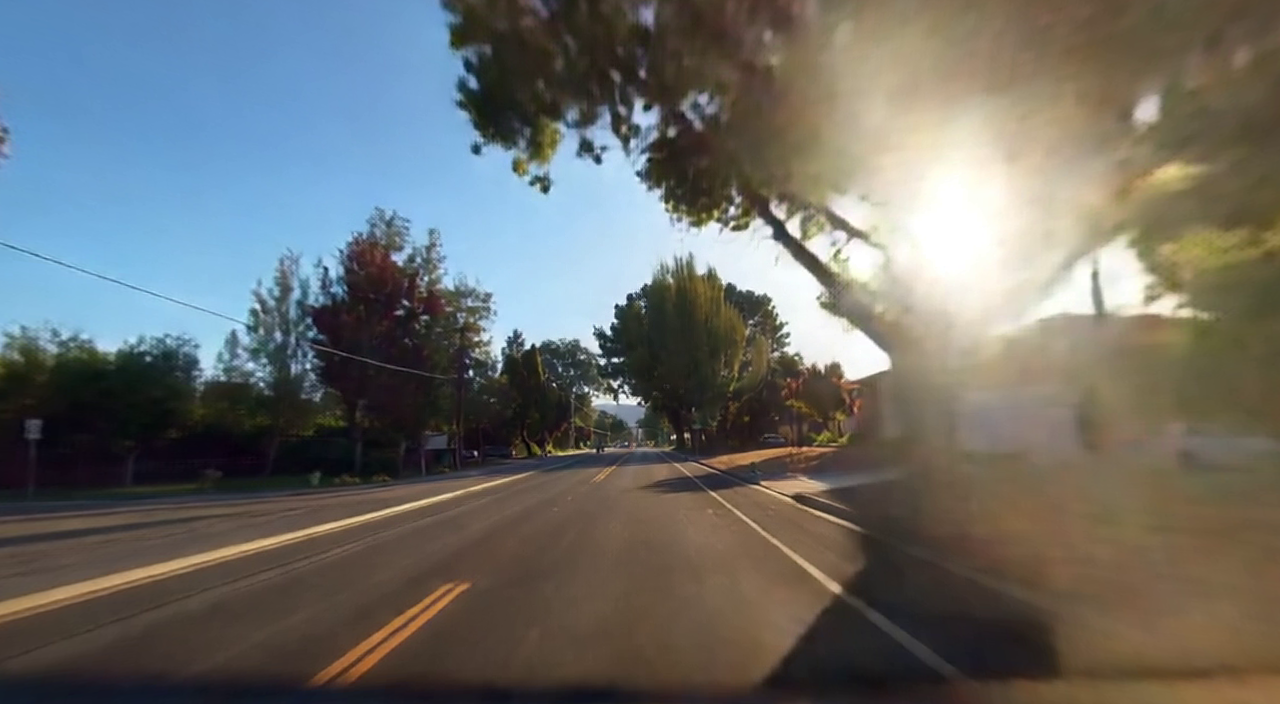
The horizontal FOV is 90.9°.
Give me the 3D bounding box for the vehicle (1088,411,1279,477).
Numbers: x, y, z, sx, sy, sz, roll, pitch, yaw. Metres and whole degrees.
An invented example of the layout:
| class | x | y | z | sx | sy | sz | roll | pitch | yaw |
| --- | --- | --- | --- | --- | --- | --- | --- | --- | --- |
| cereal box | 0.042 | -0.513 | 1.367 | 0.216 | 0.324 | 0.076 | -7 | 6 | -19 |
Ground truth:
| class | x | y | z | sx | sy | sz | roll | pitch | yaw |
| --- | --- | --- | --- | --- | --- | --- | --- | --- | --- |
| vehicle | 18.177 | 3.022 | 20.738 | 4.978 | 1.991 | 2.234 | -1 | -8 | 3 |
